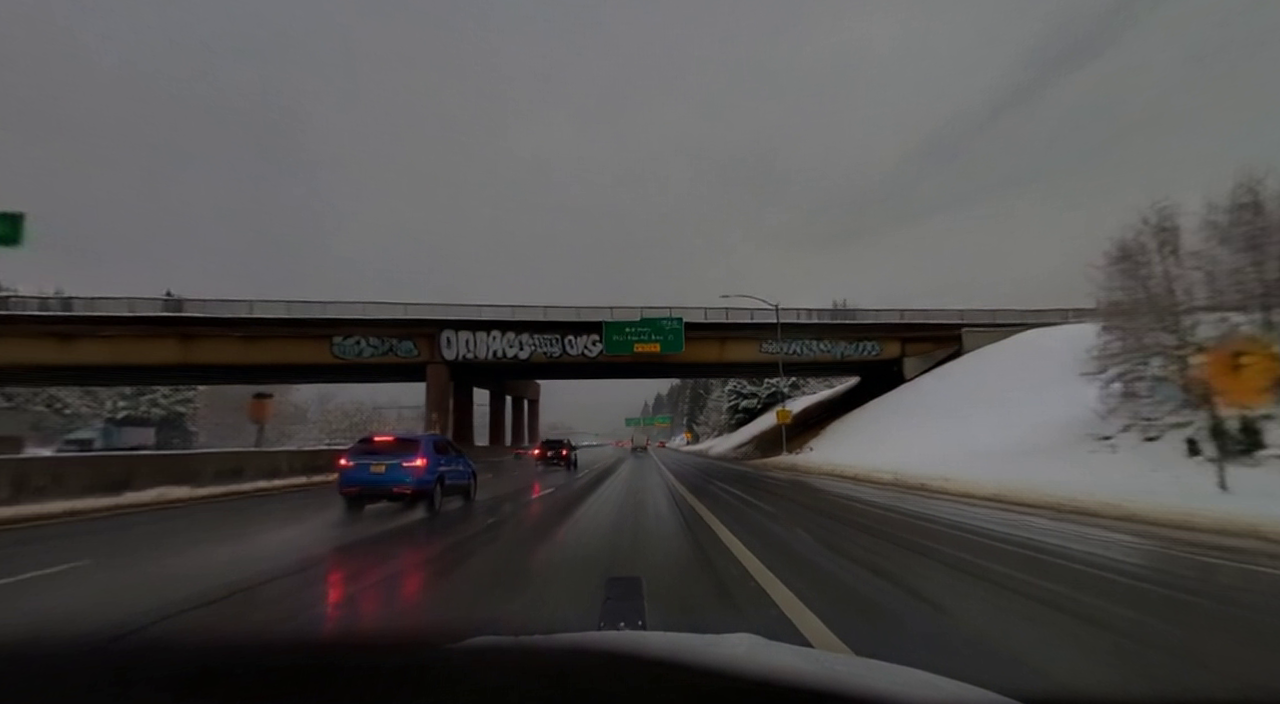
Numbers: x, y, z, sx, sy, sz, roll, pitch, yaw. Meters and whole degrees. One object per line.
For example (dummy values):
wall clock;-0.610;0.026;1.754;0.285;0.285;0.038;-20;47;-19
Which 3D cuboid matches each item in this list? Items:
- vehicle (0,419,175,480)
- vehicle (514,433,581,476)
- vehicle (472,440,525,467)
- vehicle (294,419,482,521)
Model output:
vehicle;-35.676;5.715;37.643;3.600;3.227;15.479;0;-7;1
vehicle;-3.910;4.409;27.315;2.154;1.693;4.394;0;-8;1
vehicle;-8.000;5.794;35.985;1.917;1.449;4.727;0;-8;1
vehicle;-4.601;2.211;12.244;1.969;1.633;3.962;0;-8;0
